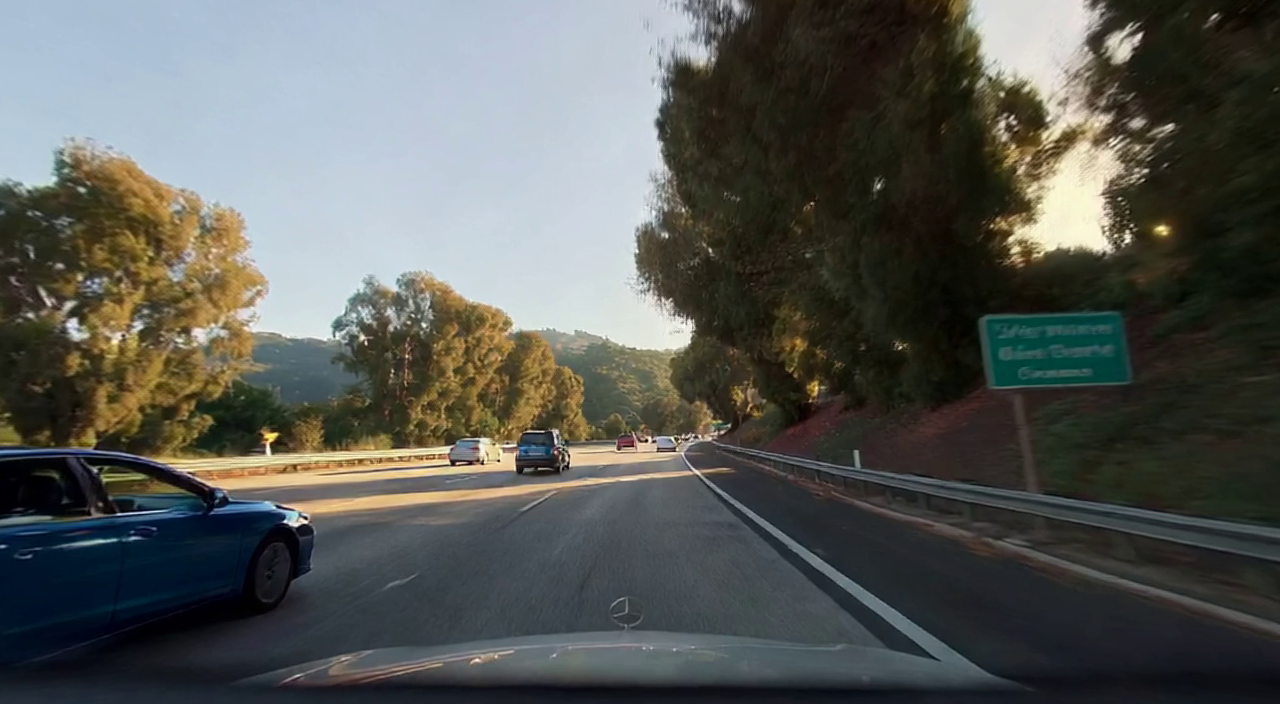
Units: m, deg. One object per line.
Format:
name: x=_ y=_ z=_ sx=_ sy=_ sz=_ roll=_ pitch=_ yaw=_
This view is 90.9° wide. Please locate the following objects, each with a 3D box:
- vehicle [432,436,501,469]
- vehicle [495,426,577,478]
vehicle: x=-7.818 y=4.585 z=28.854 sx=1.883 sy=1.411 sz=4.053 roll=0 pitch=-8 yaw=2
vehicle: x=-3.688 y=3.670 z=23.242 sx=2.071 sy=1.716 sz=4.363 roll=-1 pitch=-8 yaw=3
